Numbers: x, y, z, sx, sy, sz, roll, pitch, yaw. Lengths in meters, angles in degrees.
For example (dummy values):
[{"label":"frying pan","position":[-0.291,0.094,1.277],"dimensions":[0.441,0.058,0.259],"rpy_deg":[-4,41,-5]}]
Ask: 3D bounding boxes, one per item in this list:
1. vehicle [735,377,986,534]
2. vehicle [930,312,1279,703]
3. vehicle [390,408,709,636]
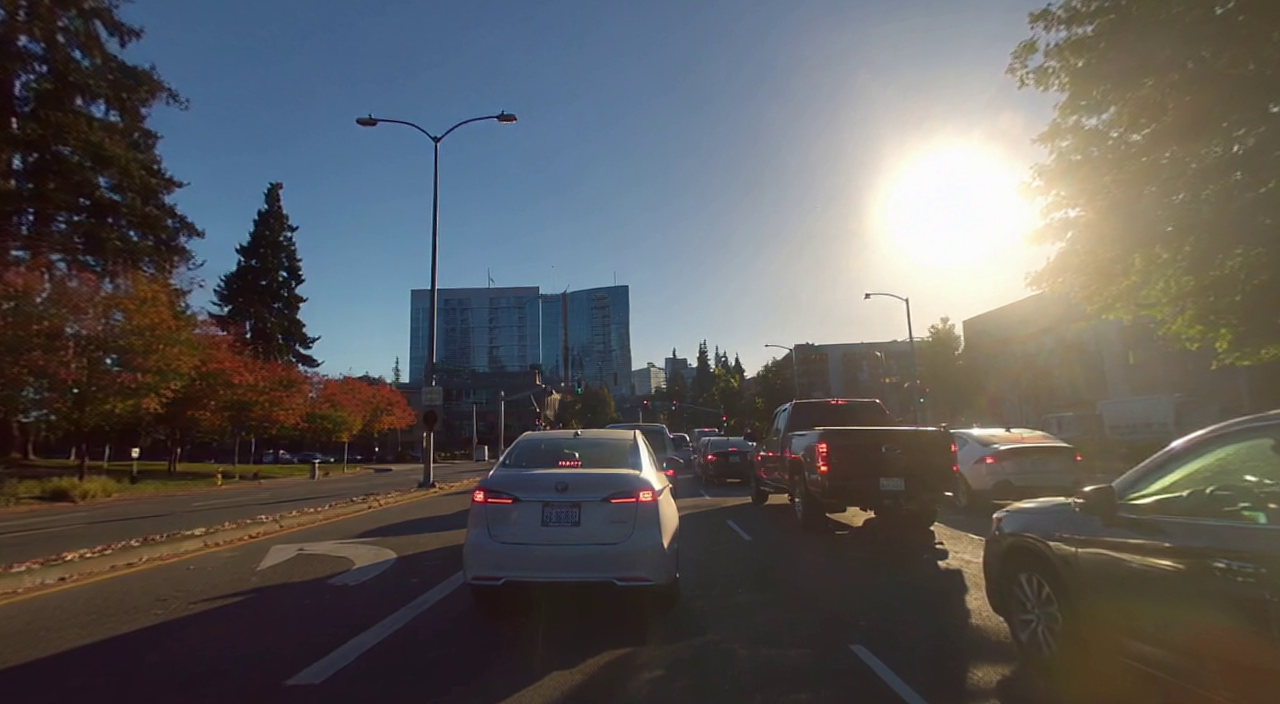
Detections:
[{"label":"vehicle","position":[3.527,1.882,11.776],"dimensions":[2.497,2.186,5.890],"rpy_deg":[0,-8,0]},{"label":"vehicle","position":[3.165,0.756,2.235],"dimensions":[2.024,1.723,4.714],"rpy_deg":[0,-8,0]},{"label":"vehicle","position":[-0.576,1.476,6.478],"dimensions":[2.172,1.536,4.250],"rpy_deg":[0,-8,1]}]
